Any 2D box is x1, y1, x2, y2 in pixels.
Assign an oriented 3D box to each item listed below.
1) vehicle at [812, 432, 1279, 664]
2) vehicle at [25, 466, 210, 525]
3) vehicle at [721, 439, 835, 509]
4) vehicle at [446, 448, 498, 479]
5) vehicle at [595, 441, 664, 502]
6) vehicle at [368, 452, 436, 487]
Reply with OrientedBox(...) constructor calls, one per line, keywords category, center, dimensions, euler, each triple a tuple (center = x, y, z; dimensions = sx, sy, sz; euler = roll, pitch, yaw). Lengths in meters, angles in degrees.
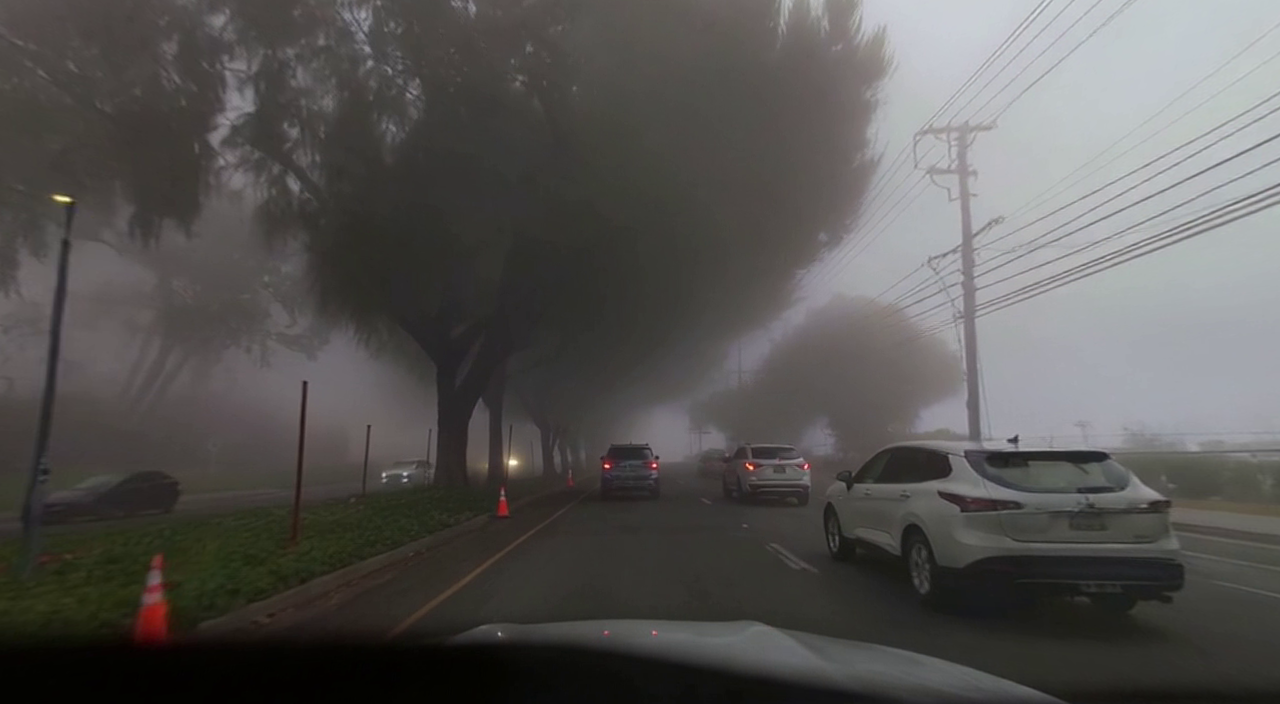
OrientedBox(category="vehicle", center=(3.423, 1.606, 6.435), dimensions=(1.977, 1.460, 4.565), euler=(0, -8, -1))
OrientedBox(category="vehicle", center=(-16.176, 4.420, 19.968), dimensions=(1.973, 1.457, 4.564), euler=(-1, -8, 0))
OrientedBox(category="vehicle", center=(3.795, 3.444, 18.363), dimensions=(2.116, 1.726, 4.672), euler=(0, -8, -1))
OrientedBox(category="vehicle", center=(-12.343, 8.188, 46.901), dimensions=(2.223, 2.091, 6.044), euler=(-1, -8, -1))
OrientedBox(category="vehicle", center=(-0.318, 3.814, 20.614), dimensions=(2.050, 1.745, 3.915), euler=(-1, -8, 0))
OrientedBox(category="vehicle", center=(-16.048, 7.908, 43.003), dimensions=(2.258, 2.072, 5.695), euler=(-1, -8, 1))
